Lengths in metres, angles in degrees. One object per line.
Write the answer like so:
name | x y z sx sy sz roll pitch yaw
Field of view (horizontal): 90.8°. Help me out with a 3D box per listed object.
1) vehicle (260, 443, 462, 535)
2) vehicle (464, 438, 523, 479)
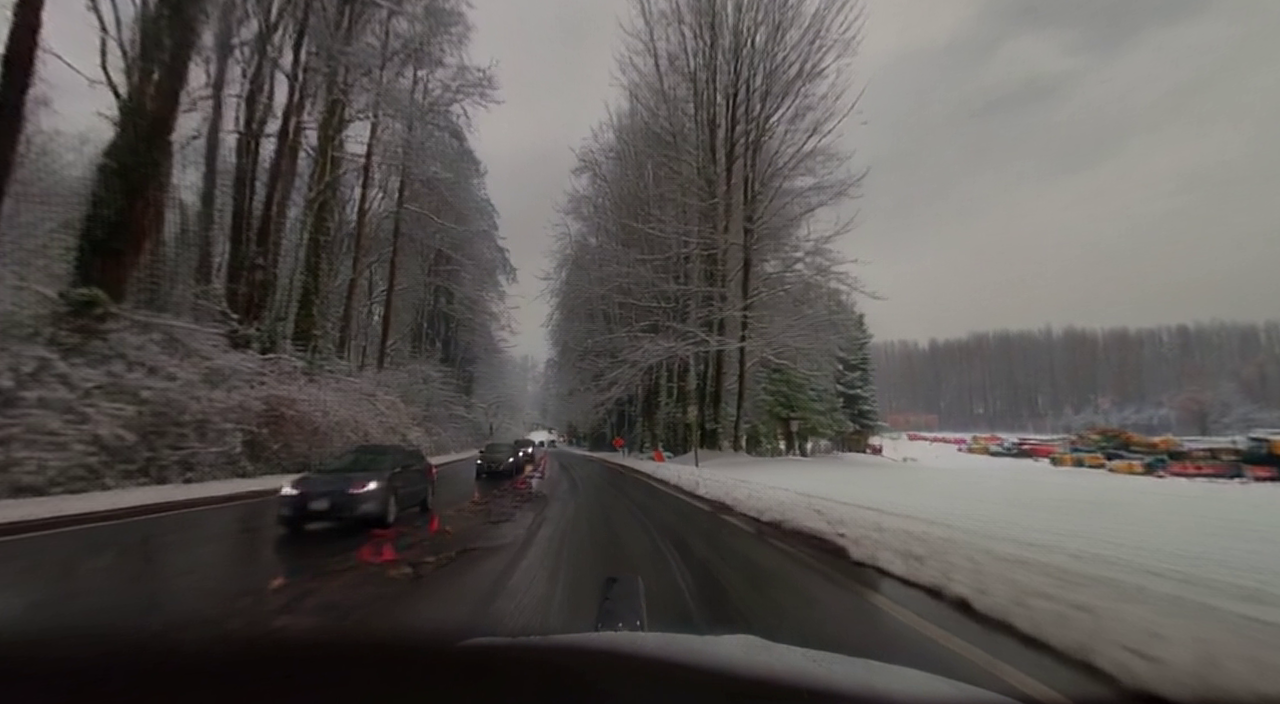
vehicle | -4.981 2.465 12.064 1.975 1.415 4.194 0 -8 -1
vehicle | -6.395 4.675 28.050 2.001 1.642 3.942 0 -8 -5
